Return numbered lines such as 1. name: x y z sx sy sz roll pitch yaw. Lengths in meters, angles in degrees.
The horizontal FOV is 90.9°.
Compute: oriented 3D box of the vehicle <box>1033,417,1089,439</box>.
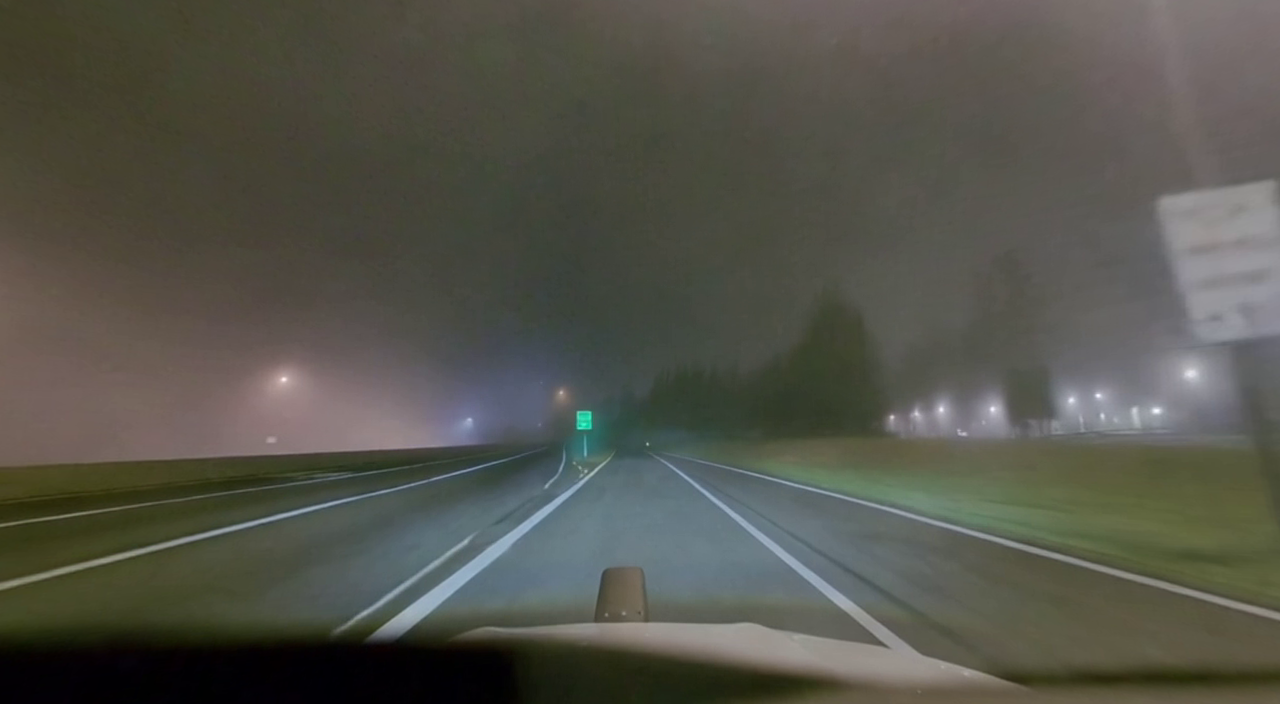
1. vehicle: 32.120 5.821 48.225 1.853 1.521 4.259 -1 -9 8
